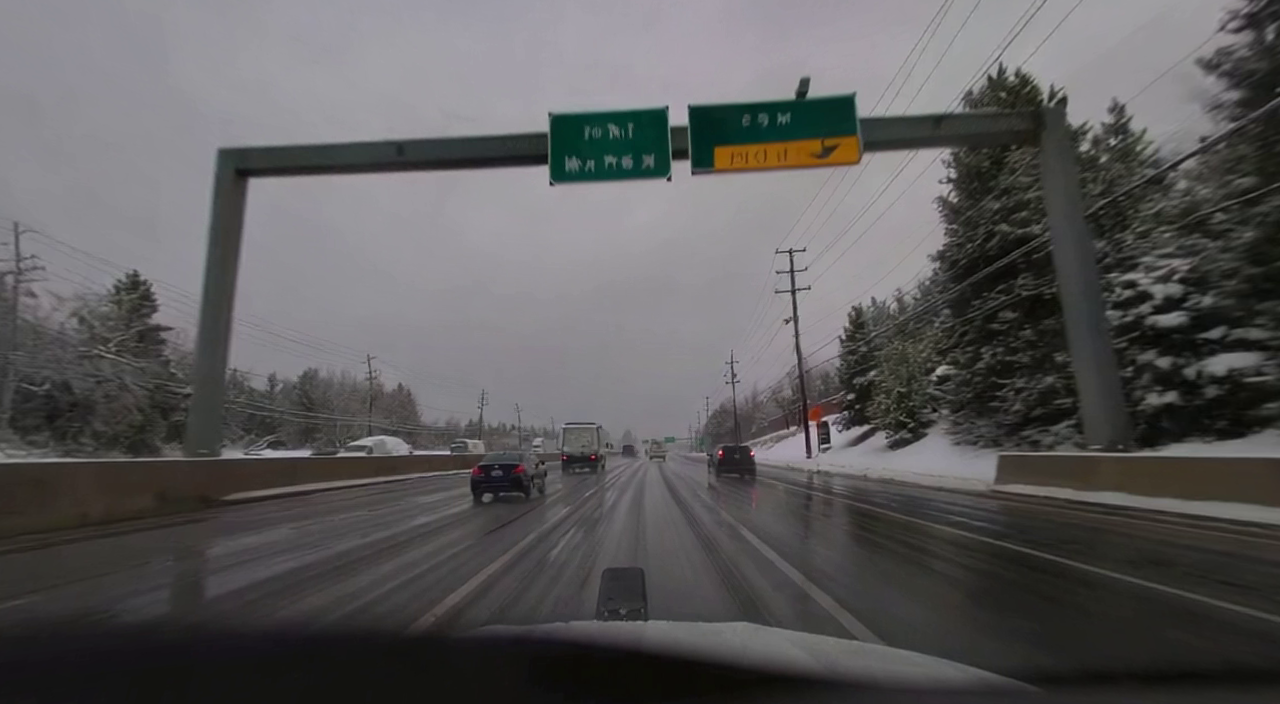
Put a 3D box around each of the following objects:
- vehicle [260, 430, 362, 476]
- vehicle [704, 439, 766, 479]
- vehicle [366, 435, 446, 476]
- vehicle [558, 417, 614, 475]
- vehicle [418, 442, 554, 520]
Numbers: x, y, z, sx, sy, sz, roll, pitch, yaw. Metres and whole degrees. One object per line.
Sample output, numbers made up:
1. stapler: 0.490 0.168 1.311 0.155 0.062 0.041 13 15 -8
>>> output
1. vehicle: -19.251 5.982 37.416 2.216 2.481 6.712 0 -9 2
2. vehicle: 4.565 5.209 31.033 2.214 1.799 4.627 0 -9 -1
3. vehicle: -15.046 6.675 41.015 2.430 2.421 6.683 0 -9 2
4. vehicle: -3.086 5.640 37.879 2.632 3.153 6.879 0 -9 1
5. vehicle: -3.289 2.839 14.375 2.004 1.498 4.043 0 -9 1
